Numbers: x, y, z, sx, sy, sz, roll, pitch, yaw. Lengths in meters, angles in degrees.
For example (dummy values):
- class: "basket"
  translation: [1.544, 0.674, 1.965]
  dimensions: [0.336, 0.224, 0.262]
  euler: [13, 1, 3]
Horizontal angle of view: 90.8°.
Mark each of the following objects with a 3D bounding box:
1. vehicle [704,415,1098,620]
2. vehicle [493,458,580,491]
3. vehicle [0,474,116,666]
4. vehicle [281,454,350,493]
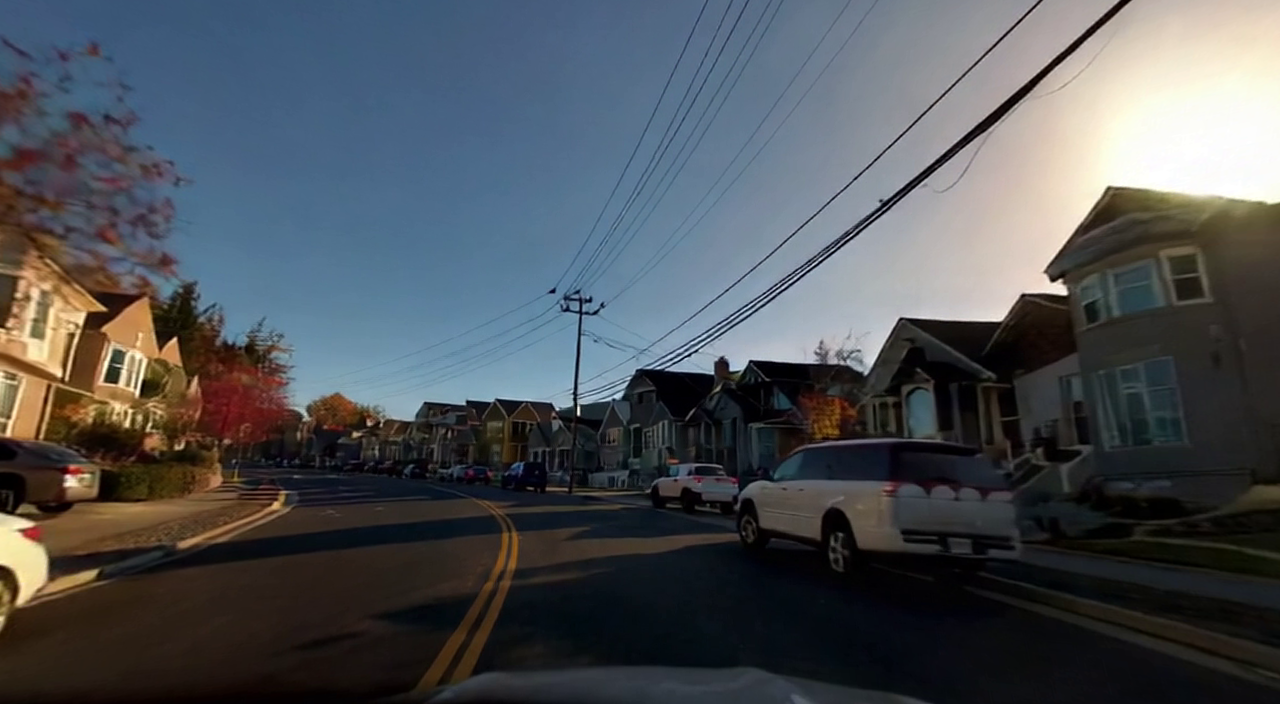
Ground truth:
- class: "vehicle"
  translation: [2.977, 2.092, 9.015]
  dimensions: [2.449, 1.869, 5.504]
  euler: [6, -10, -11]
- class: "vehicle"
  translation: [-7.127, 8.519, 43.693]
  dimensions: [5.523, 2.018, 2.216]
  euler: [8, -17, -34]
- class: "vehicle"
  translation: [-6.113, 1.578, 3.822]
  dimensions: [2.197, 1.462, 4.524]
  euler: [0, -9, -4]
- class: "vehicle"
  translation: [-13.615, 5.003, 26.377]
  dimensions: [1.930, 1.451, 4.338]
  euler: [6, -11, -34]
